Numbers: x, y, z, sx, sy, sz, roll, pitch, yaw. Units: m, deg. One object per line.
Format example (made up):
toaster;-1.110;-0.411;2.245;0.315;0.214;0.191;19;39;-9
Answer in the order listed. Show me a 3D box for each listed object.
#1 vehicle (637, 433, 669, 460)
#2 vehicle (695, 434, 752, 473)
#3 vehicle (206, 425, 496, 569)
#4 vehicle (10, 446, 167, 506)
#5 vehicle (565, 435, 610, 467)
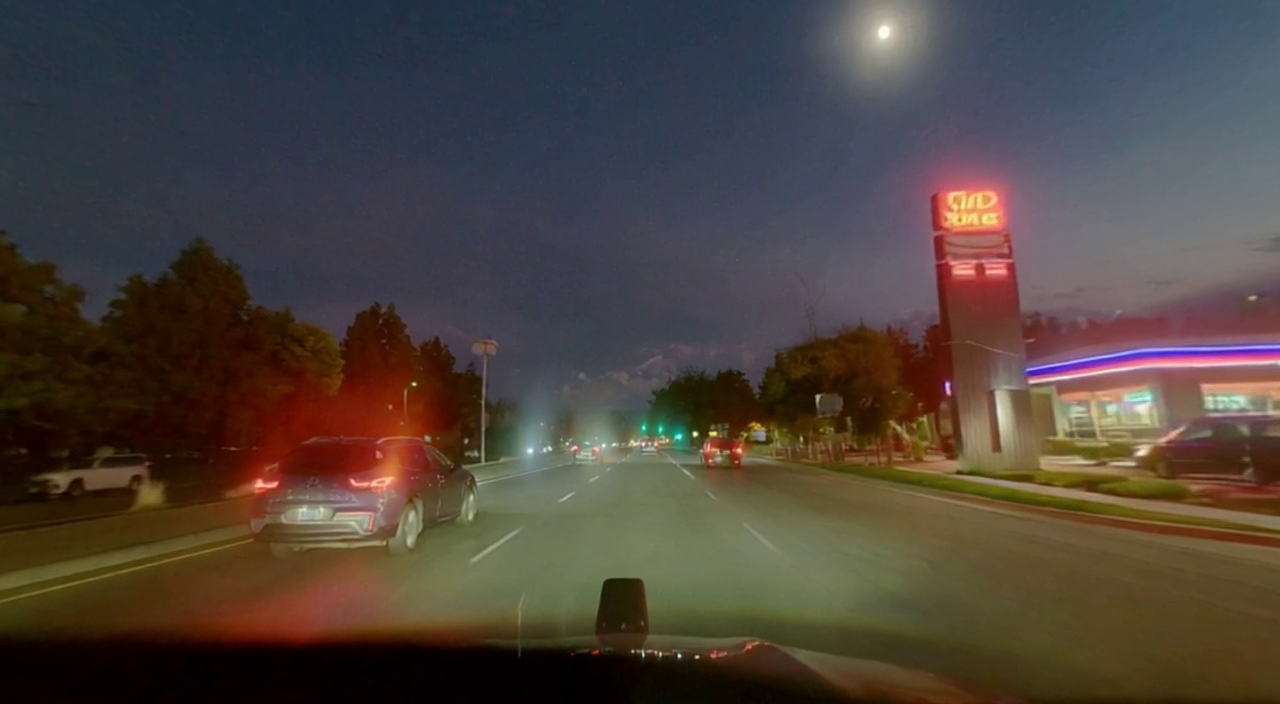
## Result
vehicle;0.942;6.885;45.902;2.193;1.873;4.033;0;-8;1
vehicle;3.551;4.404;27.526;1.922;1.579;3.642;0;-8;-1
vehicle;-3.543;1.838;8.843;1.908;1.481;4.351;0;-8;1
vehicle;-22.352;4.964;25.917;2.073;1.855;5.159;-4;-6;-3
vehicle;-2.807;5.450;34.799;2.026;1.665;4.193;0;-8;1
